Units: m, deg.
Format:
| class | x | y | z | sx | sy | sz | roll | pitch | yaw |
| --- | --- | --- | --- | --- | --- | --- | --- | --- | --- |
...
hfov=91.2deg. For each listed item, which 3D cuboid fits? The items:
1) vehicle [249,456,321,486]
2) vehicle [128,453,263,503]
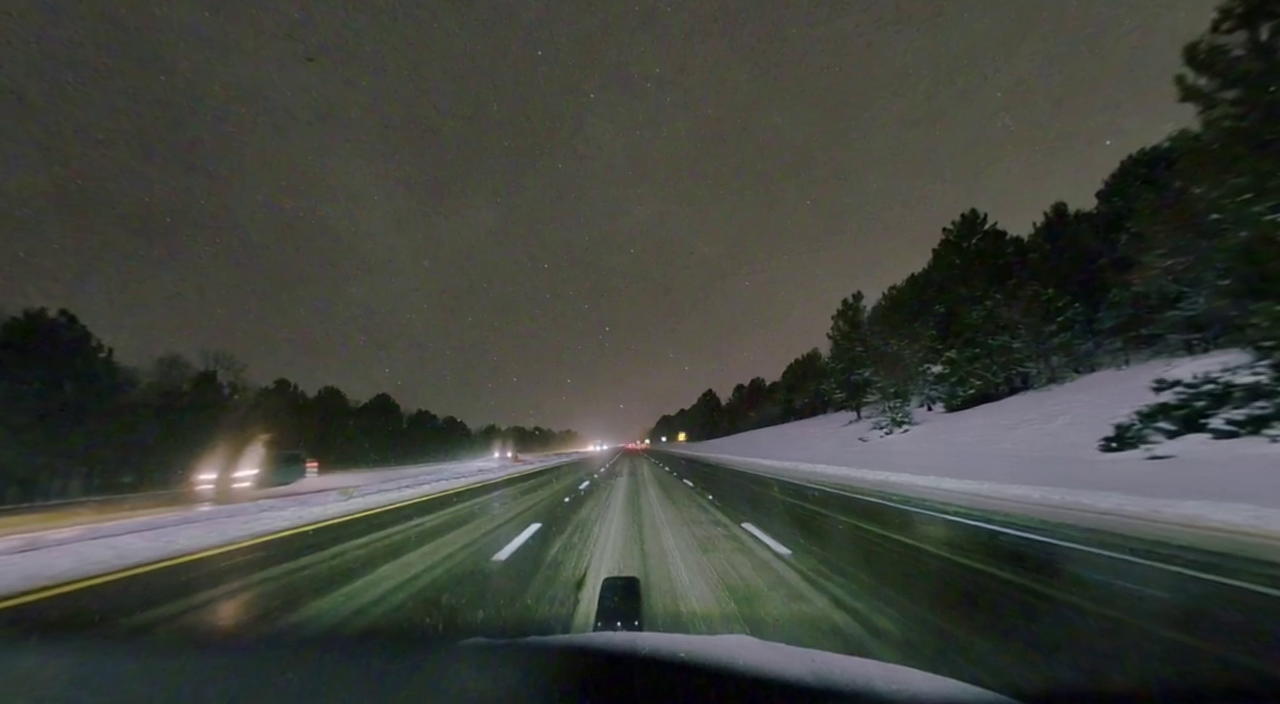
| class | x | y | z | sx | sy | sz | roll | pitch | yaw |
| --- | --- | --- | --- | --- | --- | --- | --- | --- | --- |
| vehicle | -20.606 | 6.895 | 36.596 | 1.848 | 1.543 | 3.982 | 0 | -9 | 0 |
| vehicle | -16.098 | 4.533 | 23.003 | 1.885 | 1.631 | 4.109 | 0 | -9 | 0 |
